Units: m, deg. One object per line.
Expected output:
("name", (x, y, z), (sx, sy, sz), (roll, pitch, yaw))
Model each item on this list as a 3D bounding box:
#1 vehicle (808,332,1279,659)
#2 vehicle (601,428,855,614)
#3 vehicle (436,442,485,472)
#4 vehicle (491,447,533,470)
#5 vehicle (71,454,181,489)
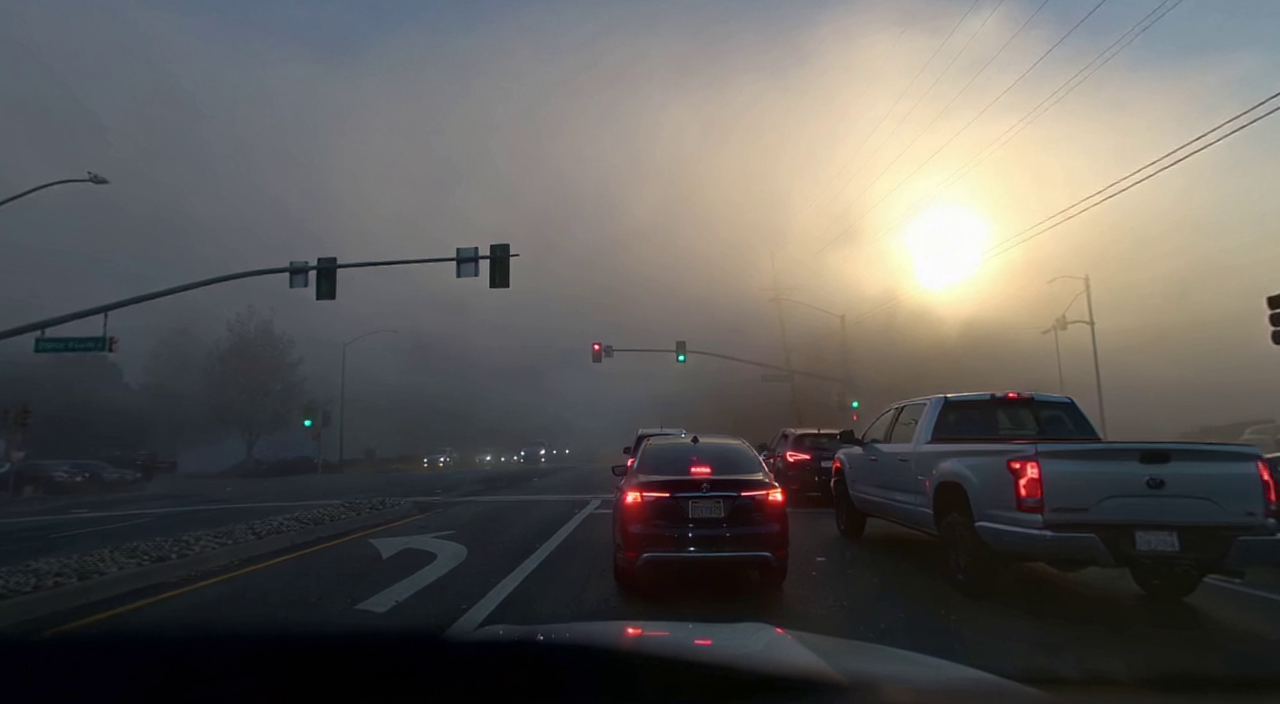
("vehicle", (3.793, 1.300, 6.834), (2.358, 2.116, 5.328), (0, -8, -1))
("vehicle", (0.620, 1.624, 6.978), (2.038, 1.447, 3.756), (0, -8, -3))
("vehicle", (-11.873, 6.957, 41.950), (1.991, 1.844, 4.393), (0, -8, -1))
("vehicle", (-8.491, 7.088, 42.244), (2.002, 1.469, 4.301), (0, -8, -1))
("vehicle", (-29.095, 6.744, 35.750), (4.789, 1.828, 2.025), (-2, -9, 10))
